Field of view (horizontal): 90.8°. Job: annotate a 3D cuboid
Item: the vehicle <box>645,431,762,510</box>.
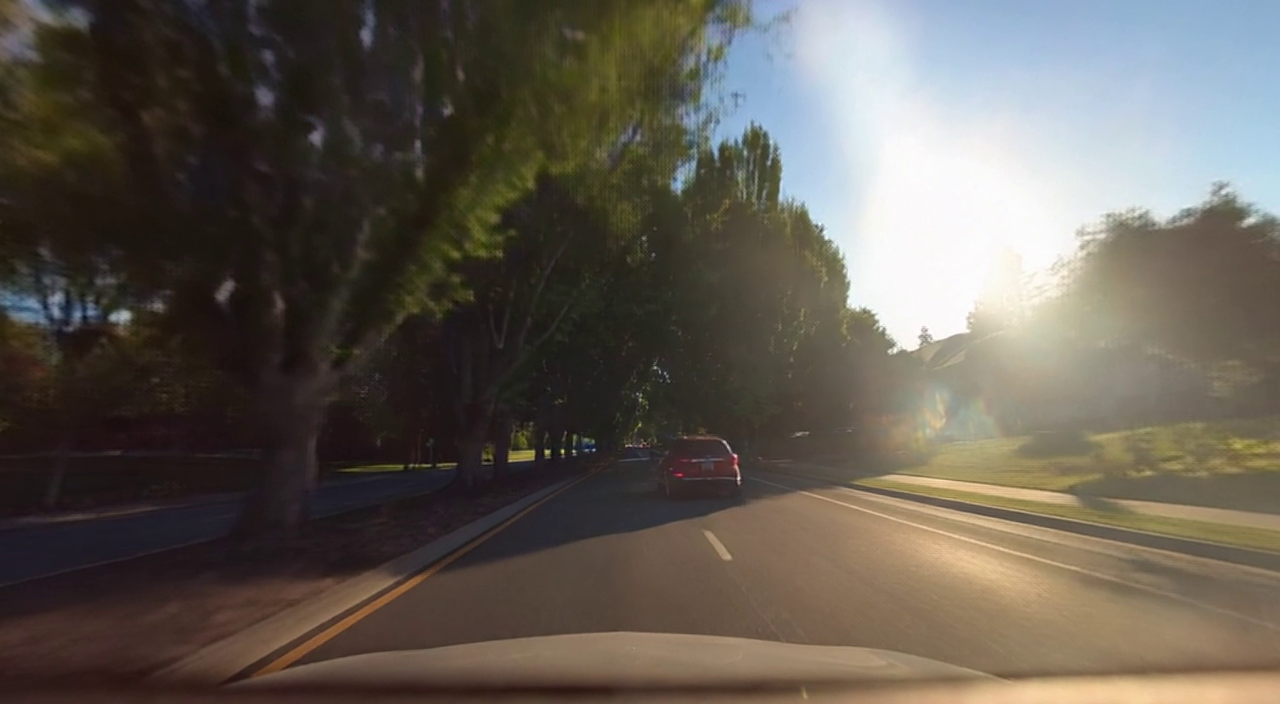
[{"bbox_3d":[1.317,2.766,15.263,2.066,1.603,4.475,0,-9,-4],"label":"vehicle"}]
